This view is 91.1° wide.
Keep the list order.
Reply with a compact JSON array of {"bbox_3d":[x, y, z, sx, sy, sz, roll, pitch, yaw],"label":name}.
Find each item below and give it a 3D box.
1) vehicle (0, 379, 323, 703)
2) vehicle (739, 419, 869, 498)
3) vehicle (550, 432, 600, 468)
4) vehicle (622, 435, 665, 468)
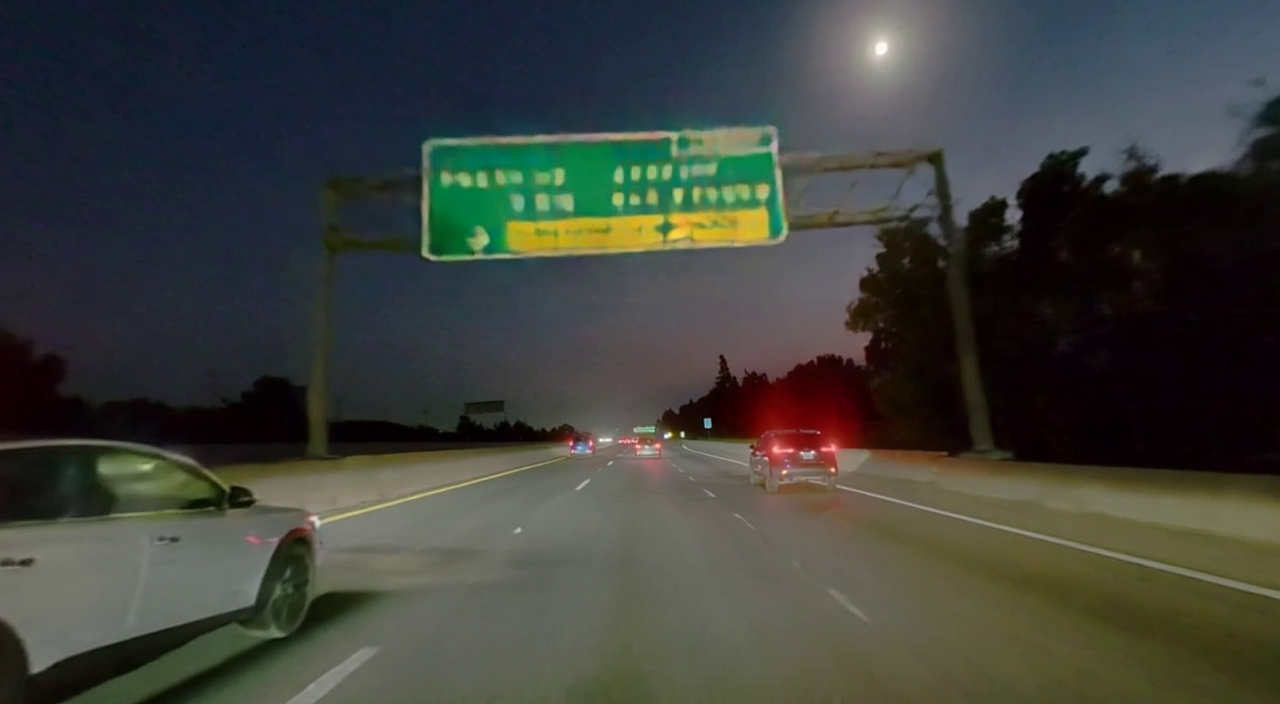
[{"bbox_3d":[-3.487,0.914,2.520,2.066,1.561,4.495,0,-8,0],"label":"vehicle"},{"bbox_3d":[3.941,2.642,15.927,2.025,1.707,4.279,0,-8,-2],"label":"vehicle"},{"bbox_3d":[-3.213,4.971,32.038,2.044,1.682,4.201,0,-8,1],"label":"vehicle"},{"bbox_3d":[0.202,5.043,32.010,2.049,1.542,3.816,0,-8,1],"label":"vehicle"}]
